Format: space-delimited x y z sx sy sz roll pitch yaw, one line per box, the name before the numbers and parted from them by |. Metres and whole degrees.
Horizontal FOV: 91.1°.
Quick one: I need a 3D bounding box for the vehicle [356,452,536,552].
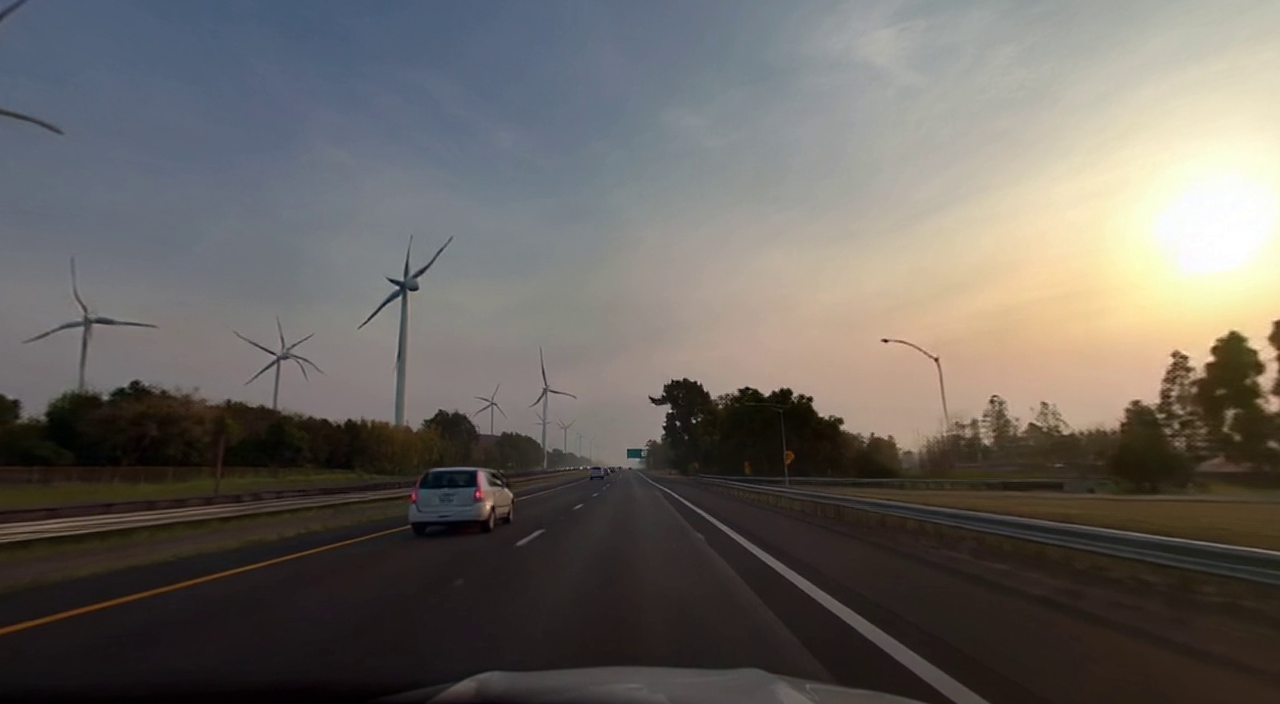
vehicle | -3.351 2.710 11.827 2.001 1.486 4.104 1 -11 1
